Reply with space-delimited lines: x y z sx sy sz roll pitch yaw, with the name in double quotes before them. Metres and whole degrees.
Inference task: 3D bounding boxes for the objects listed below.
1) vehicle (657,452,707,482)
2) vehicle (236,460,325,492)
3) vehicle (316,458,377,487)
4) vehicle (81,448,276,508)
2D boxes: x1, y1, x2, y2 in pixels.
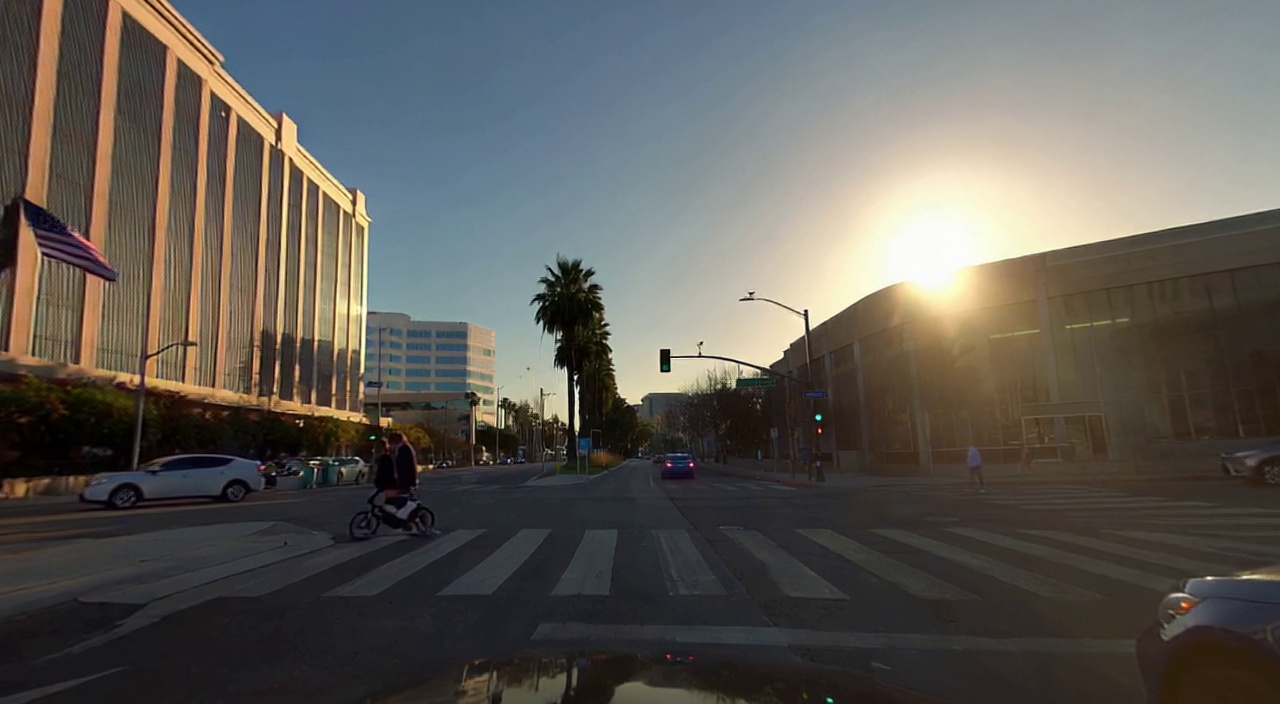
"vehicle" 2.341 6.603 36.482 2.000 1.525 4.273 1 -9 -9
"vehicle" -19.969 6.901 35.383 2.069 1.540 4.774 0 -8 1
"vehicle" -20.115 8.261 43.530 2.043 1.745 4.420 0 -8 1
"vehicle" -13.890 3.782 19.424 4.499 1.594 1.898 4 -10 -27
